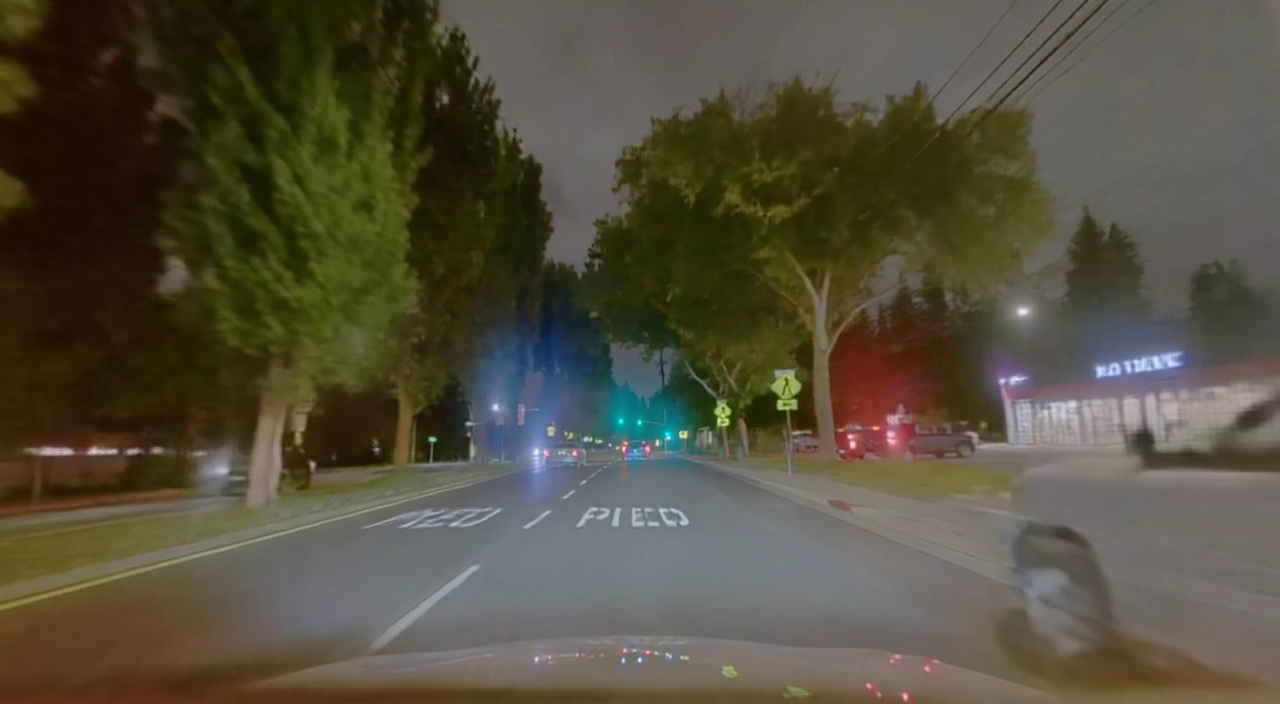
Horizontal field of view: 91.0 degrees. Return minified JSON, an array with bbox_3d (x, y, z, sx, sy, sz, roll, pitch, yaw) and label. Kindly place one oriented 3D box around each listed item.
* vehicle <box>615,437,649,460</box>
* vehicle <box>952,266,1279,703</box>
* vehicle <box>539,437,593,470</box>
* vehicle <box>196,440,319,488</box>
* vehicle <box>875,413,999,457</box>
[{"bbox_3d":[-0.525,6.418,41.922,2.187,1.478,4.138,0,-8,-1],"label":"vehicle"},{"bbox_3d":[3.168,0.562,1.237,2.188,1.887,5.532,0,-8,-1],"label":"vehicle"},{"bbox_3d":[-3.472,4.877,30.491,2.083,1.460,4.527,0,-8,0],"label":"vehicle"},{"bbox_3d":[-15.730,4.602,26.272,2.074,1.769,4.704,0,-8,1],"label":"vehicle"},{"bbox_3d":[12.569,3.509,26.731,4.442,1.752,2.008,2,-8,-16],"label":"vehicle"}]
